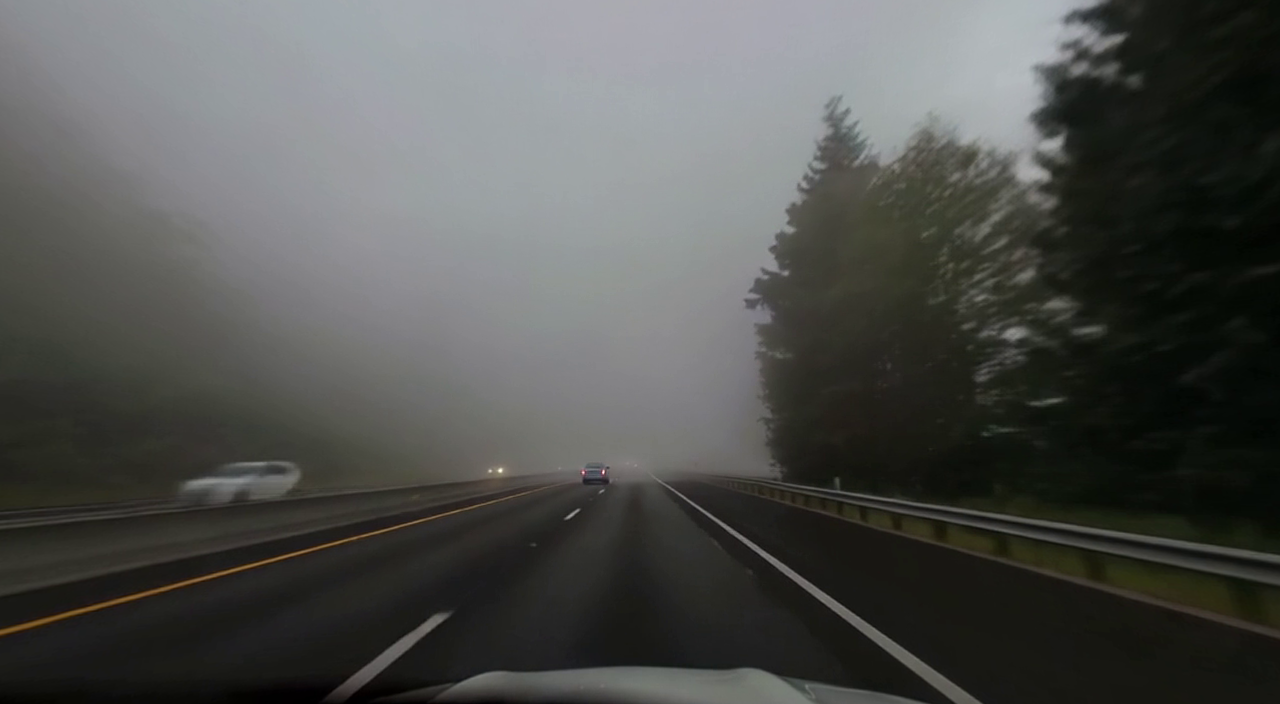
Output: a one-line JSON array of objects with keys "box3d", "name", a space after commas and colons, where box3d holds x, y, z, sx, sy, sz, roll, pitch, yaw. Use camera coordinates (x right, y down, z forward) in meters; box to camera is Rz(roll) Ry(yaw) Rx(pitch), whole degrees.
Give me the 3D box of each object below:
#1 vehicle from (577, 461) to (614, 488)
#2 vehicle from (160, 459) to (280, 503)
[{"box3d": [-2.687, 7.602, 39.101, 1.900, 1.550, 4.146, 0, -10, 2], "name": "vehicle"}, {"box3d": [-16.151, 4.971, 24.521, 1.746, 1.523, 4.253, 1, -11, -1], "name": "vehicle"}]
